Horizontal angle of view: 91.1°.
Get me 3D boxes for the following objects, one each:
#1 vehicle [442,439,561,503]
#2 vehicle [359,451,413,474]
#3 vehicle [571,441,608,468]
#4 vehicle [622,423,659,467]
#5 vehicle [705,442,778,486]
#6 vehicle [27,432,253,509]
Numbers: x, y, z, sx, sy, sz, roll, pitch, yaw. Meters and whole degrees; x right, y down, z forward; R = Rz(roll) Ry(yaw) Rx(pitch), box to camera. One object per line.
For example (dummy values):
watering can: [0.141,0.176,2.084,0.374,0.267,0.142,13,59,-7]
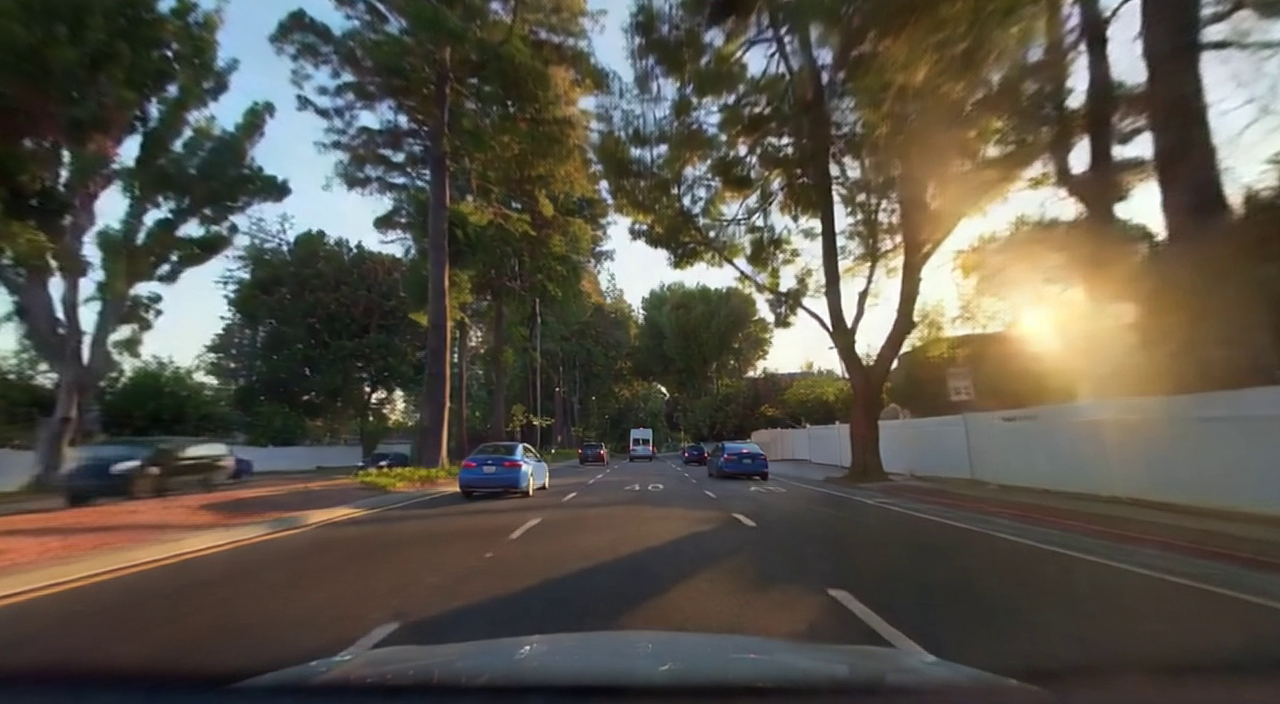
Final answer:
vehicle: [-3.523,3.123,16.973,2.036,1.474,4.647,0,-8,1]
vehicle: [-17.820,7.766,44.263,1.852,1.471,4.746,0,-8,0]
vehicle: [-3.259,6.714,41.296,2.021,1.715,4.329,0,-8,1]
vehicle: [0.049,6.259,42.112,2.311,2.726,5.814,0,-9,1]
vehicle: [3.652,4.100,23.345,1.945,1.469,4.258,0,-8,0]
vehicle: [-14.042,3.339,18.249,2.105,1.877,5.373,0,-8,0]
